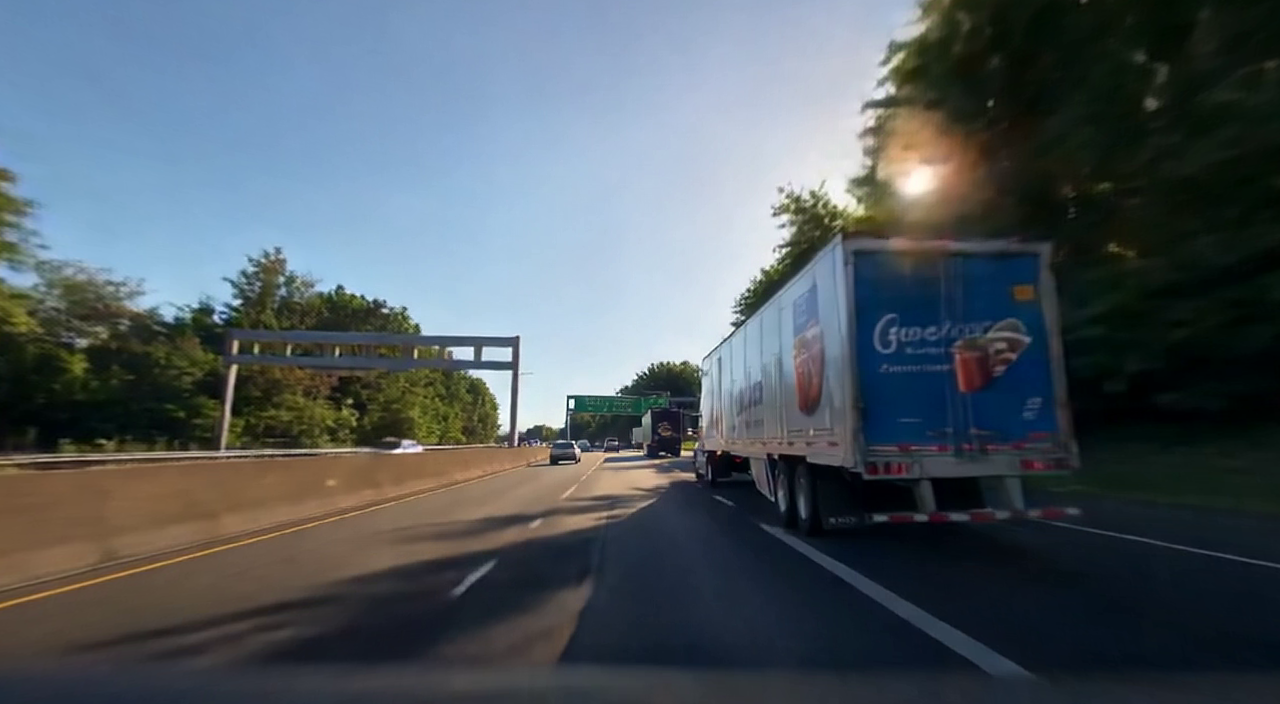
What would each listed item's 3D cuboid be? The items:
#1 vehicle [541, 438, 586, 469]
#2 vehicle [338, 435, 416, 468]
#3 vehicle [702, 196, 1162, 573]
[{"bbox_3d":[-4.330,5.798,36.282,2.206,1.644,4.027,0,-8,-2],"label":"vehicle"},{"bbox_3d":[-12.691,4.832,30.729,2.003,1.478,4.416,0,-8,-2],"label":"vehicle"},{"bbox_3d":[3.694,1.178,13.228,2.948,4.045,13.051,0,-8,-2],"label":"vehicle"}]
